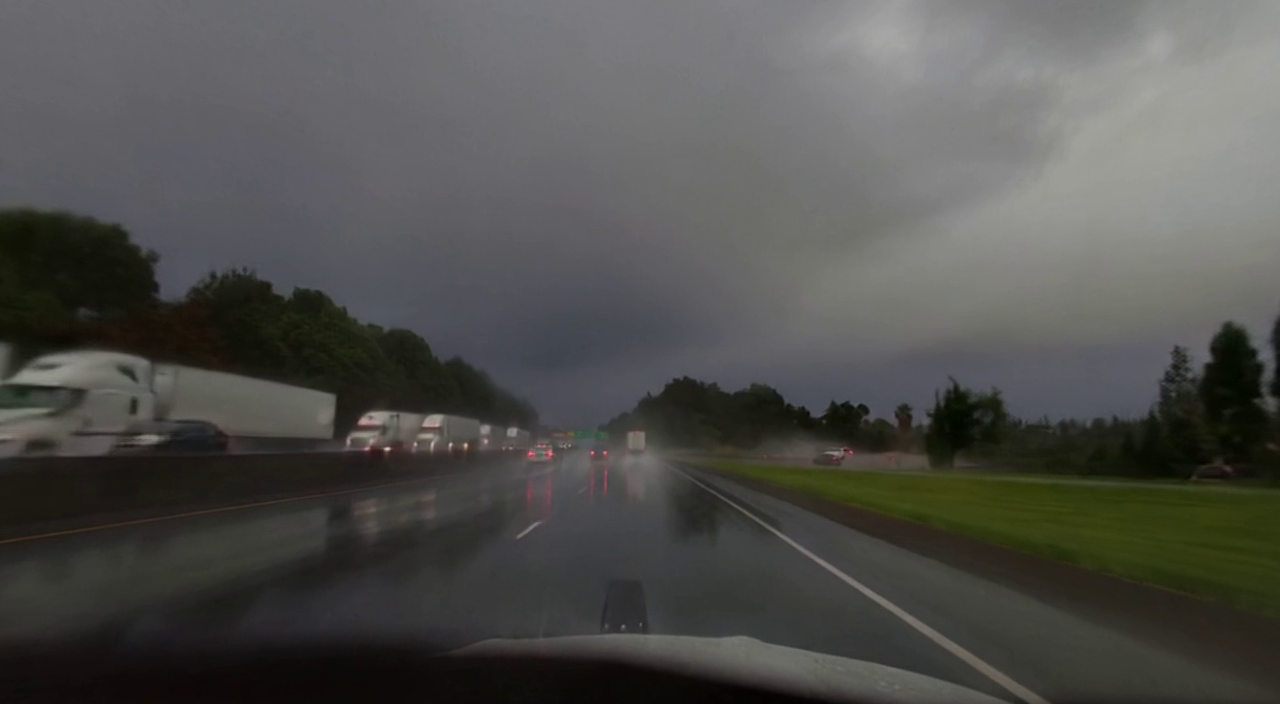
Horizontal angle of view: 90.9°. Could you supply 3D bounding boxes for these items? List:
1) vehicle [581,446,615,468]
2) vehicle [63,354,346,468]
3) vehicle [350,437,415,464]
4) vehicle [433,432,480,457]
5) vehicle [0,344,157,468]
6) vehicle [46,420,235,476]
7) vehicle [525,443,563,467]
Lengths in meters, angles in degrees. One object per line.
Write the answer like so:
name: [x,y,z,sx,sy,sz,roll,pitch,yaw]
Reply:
vehicle: [-3.011,7.652,46.058,2.076,1.453,4.094,0,-9,2]
vehicle: [-18.508,3.163,29.175,2.834,3.974,14.371,0,-9,0]
vehicle: [-14.321,5.515,35.335,1.841,1.428,4.119,0,-9,1]
vehicle: [-14.069,7.185,48.572,2.133,1.816,5.142,0,-9,-1]
vehicle: [-18.473,1.816,20.626,2.963,3.801,2.502,0,-9,0]
vehicle: [-14.360,2.834,18.547,2.014,1.444,4.352,0,-9,-1]
vehicle: [-7.227,7.815,47.887,2.122,1.685,4.714,0,-9,0]
